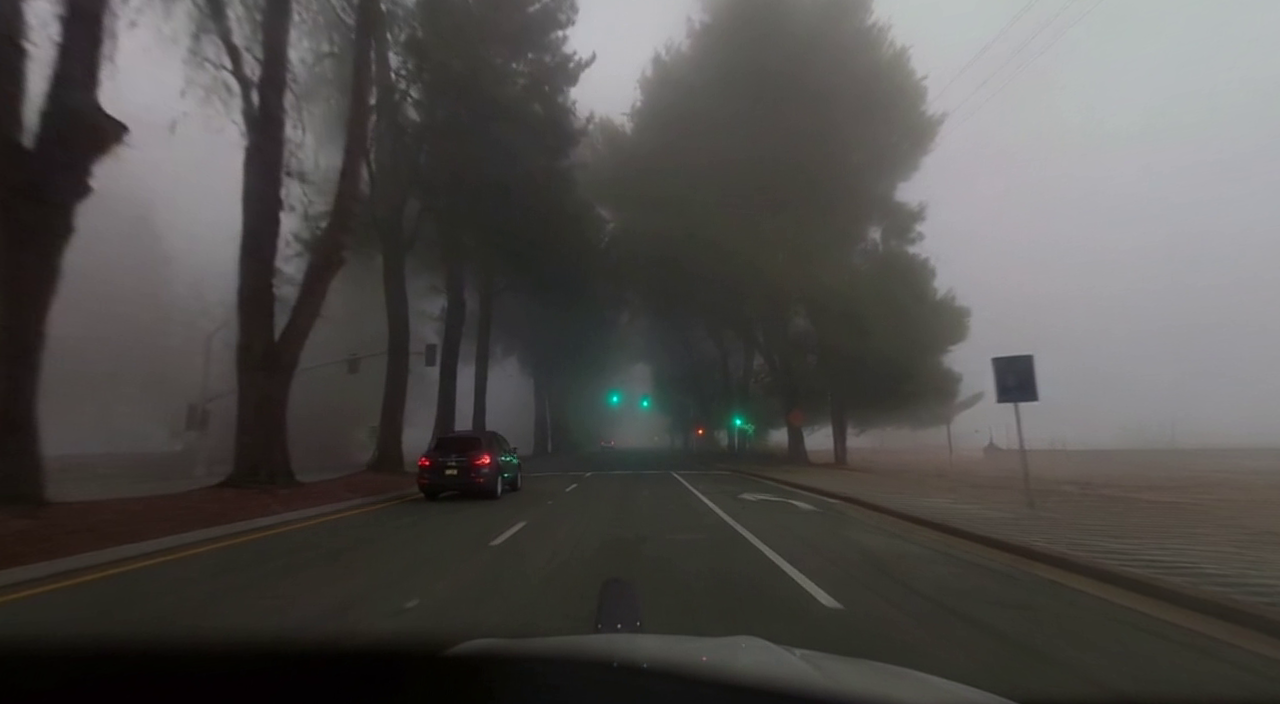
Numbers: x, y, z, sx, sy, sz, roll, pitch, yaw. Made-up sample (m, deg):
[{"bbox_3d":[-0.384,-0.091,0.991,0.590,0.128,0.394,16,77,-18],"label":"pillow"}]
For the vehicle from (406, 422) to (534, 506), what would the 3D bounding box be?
[{"bbox_3d":[-3.957,2.673,15.467,2.018,1.769,3.897,0,-8,0],"label":"vehicle"}]
